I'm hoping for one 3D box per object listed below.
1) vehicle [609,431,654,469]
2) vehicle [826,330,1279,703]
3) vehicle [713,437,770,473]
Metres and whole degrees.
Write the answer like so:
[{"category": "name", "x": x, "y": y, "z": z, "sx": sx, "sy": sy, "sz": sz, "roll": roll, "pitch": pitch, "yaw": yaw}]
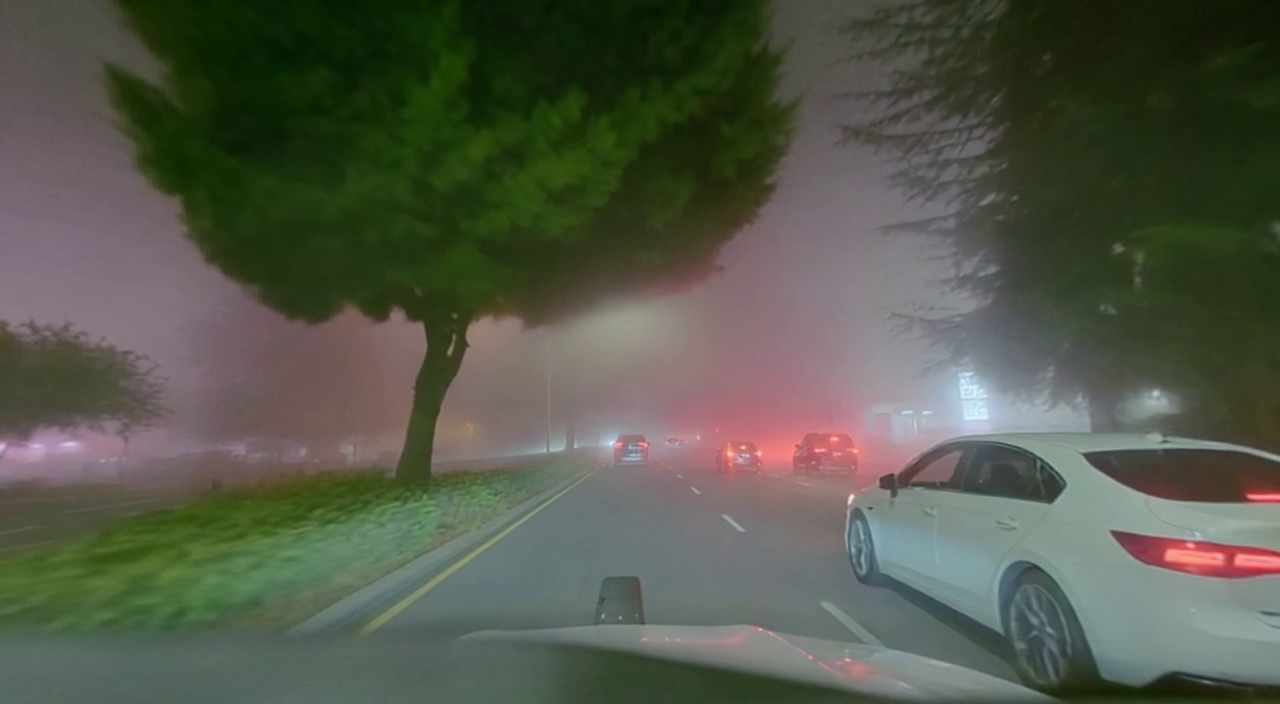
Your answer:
[{"category": "vehicle", "x": -0.417, "y": 4.962, "z": 32.227, "sx": 2.106, "sy": 1.798, "sz": 4.168, "roll": 0, "pitch": -8, "yaw": 0}, {"category": "vehicle", "x": 3.032, "y": 1.074, "z": 4.236, "sx": 2.153, "sy": 1.658, "sz": 4.485, "roll": 0, "pitch": -8, "yaw": -1}, {"category": "vehicle", "x": 4.425, "y": 4.566, "z": 28.138, "sx": 1.883, "sy": 1.452, "sz": 4.258, "roll": 0, "pitch": -8, "yaw": 1}]
